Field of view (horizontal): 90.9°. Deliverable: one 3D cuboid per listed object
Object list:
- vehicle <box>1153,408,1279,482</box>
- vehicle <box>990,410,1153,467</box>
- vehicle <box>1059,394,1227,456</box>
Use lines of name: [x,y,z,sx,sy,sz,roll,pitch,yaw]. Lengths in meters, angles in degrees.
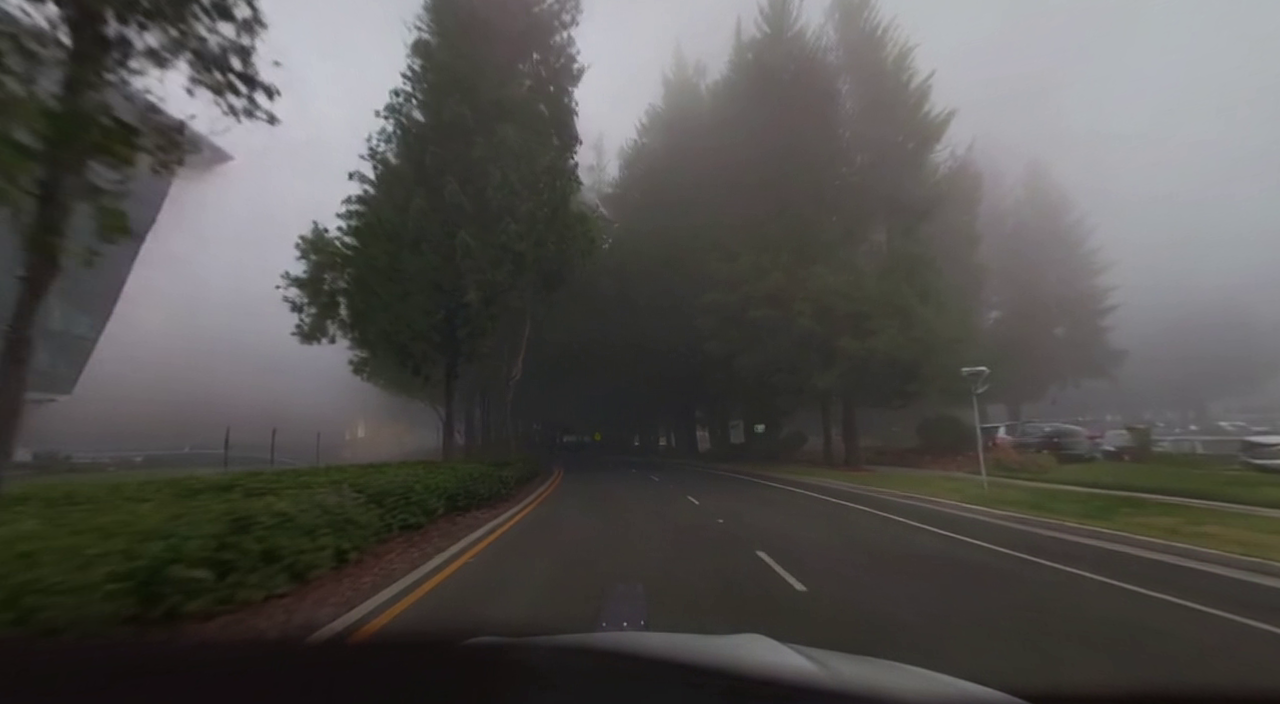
vehicle: [15.157,2.160,14.784,4.587,1.553,2.083,1,-8,-6]
vehicle: [14.296,2.862,21.004,4.105,1.705,1.995,0,-8,-9]
vehicle: [14.994,2.221,18.907,3.595,1.749,1.726,1,-8,-5]
